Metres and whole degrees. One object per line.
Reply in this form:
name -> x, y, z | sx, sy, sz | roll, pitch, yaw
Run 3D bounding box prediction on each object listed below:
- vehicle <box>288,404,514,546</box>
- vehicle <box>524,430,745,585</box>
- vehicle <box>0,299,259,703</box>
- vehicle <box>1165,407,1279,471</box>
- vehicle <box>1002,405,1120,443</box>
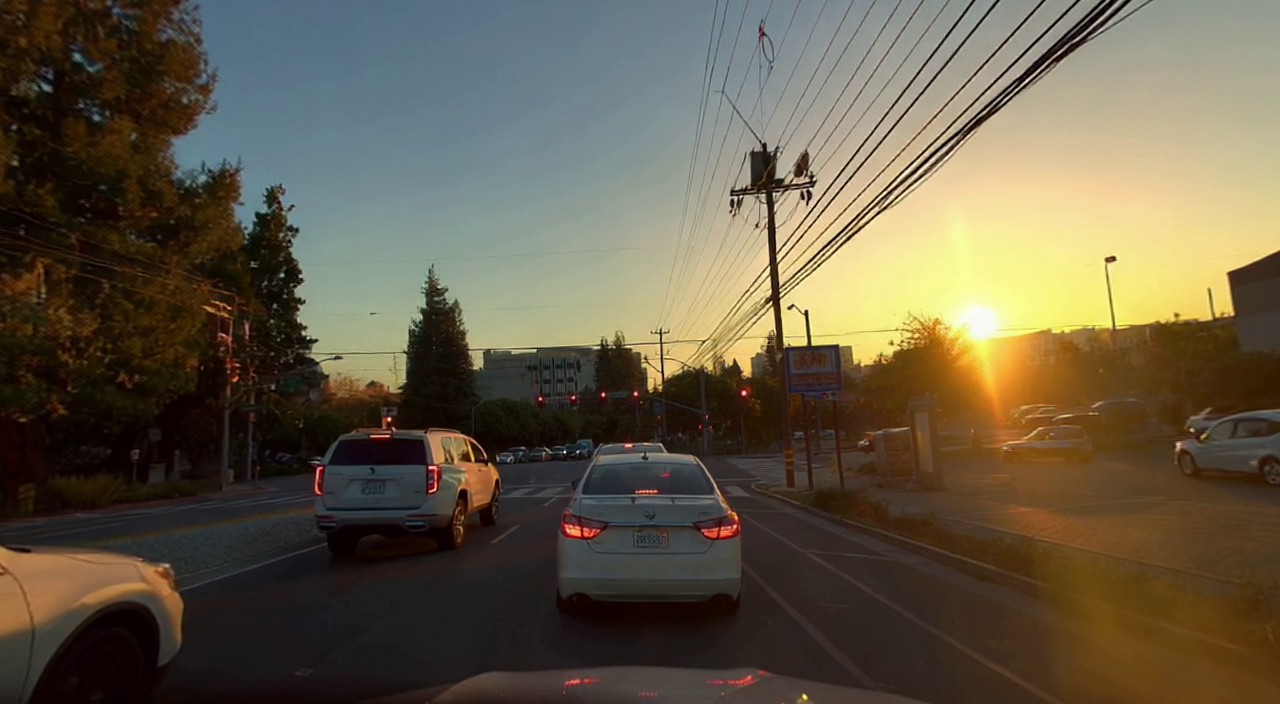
vehicle -> -3.843, 2.084, 11.373 | 2.147, 1.963, 4.927 | 0, -8, 0
vehicle -> -0.102, 1.799, 8.144 | 2.121, 1.474, 3.968 | 0, -8, -2
vehicle -> -3.593, 0.628, 1.530 | 2.085, 1.943, 5.053 | 0, -8, 1
vehicle -> 17.017, 2.540, 18.270 | 1.858, 1.622, 4.491 | -5, -10, 28
vehicle -> 26.864, 4.644, 40.508 | 5.782, 2.286, 2.223 | -1, -9, 4
